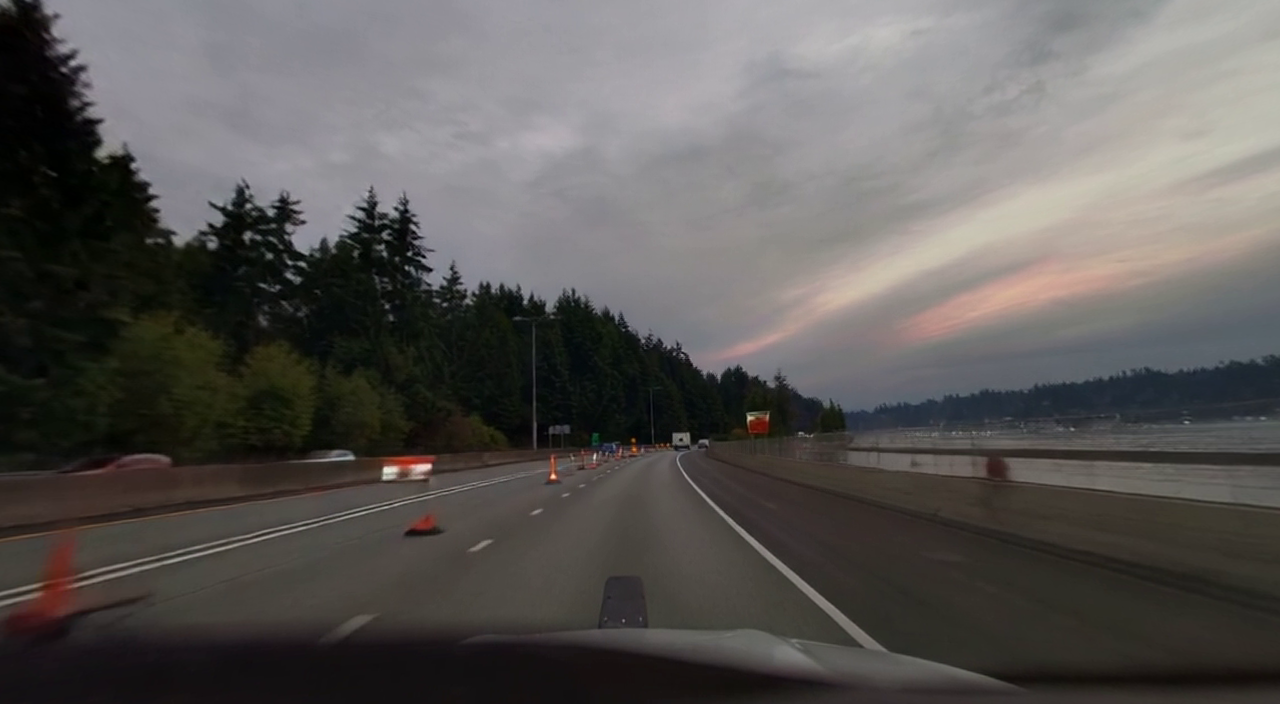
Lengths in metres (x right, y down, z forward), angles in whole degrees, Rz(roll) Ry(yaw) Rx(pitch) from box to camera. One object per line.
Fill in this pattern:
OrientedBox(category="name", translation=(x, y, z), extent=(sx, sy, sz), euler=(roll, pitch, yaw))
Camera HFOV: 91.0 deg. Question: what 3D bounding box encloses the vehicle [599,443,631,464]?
OrientedBox(category="vehicle", translation=(-1.794, 7.484, 46.758), extent=(2.118, 1.475, 4.263), euler=(0, -8, 2))
